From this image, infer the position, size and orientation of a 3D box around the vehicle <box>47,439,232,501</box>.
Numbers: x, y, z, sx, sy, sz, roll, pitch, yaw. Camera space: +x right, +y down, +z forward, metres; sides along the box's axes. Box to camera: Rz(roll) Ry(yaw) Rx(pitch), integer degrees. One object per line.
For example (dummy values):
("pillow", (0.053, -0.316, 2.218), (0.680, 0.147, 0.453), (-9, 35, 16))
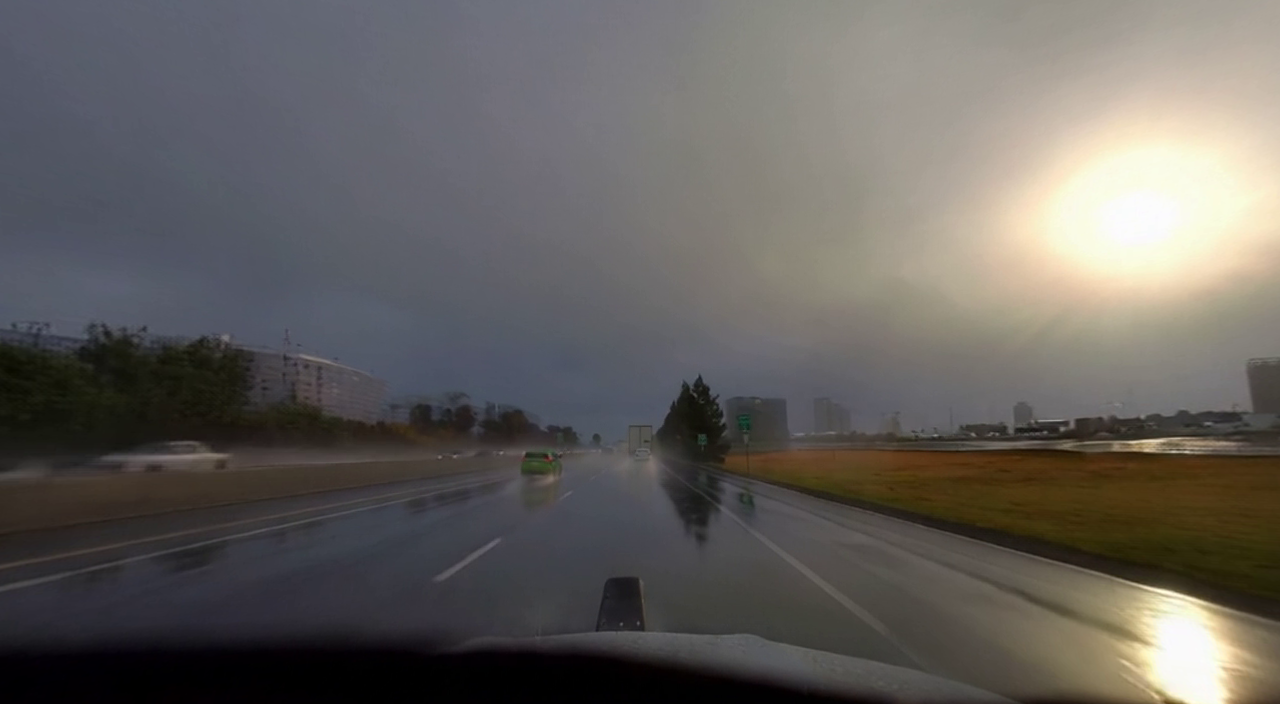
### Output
("vehicle", (-17.007, 4.017, 21.917), (2.376, 1.864, 4.898), (0, -9, 0))

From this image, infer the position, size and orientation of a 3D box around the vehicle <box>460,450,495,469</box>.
("vehicle", (-12.503, 8.309, 48.692), (1.743, 1.405, 3.476), (0, -9, 0))

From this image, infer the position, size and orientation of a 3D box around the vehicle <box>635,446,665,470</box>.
("vehicle", (0.663, 7.445, 44.391), (1.992, 1.593, 3.937), (0, -9, -1))

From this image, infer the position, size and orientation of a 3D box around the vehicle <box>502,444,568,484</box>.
("vehicle", (-4.398, 4.767, 27.045), (2.172, 1.548, 3.953), (0, -9, 0))
